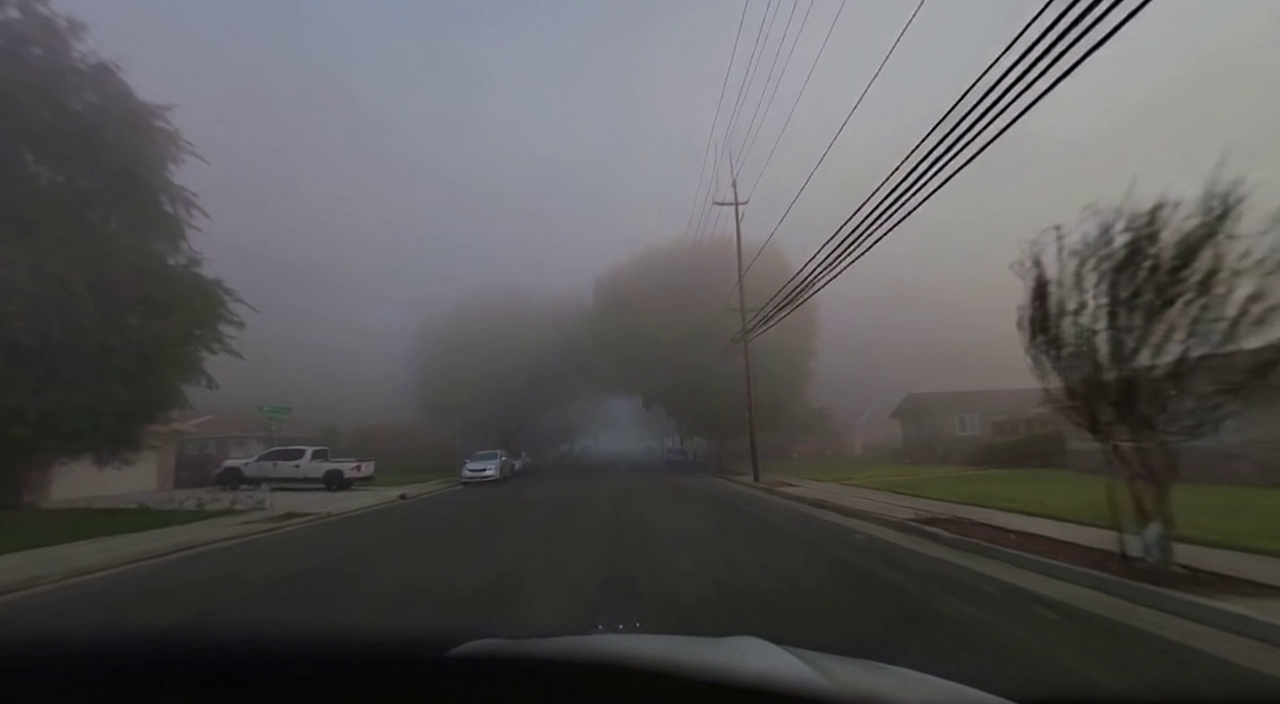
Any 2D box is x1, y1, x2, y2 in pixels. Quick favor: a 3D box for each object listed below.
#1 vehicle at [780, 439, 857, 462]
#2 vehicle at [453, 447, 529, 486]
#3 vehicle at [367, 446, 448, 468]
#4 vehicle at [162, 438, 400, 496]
[{"bbox_3d":[12.062,6.685,42.807,4.605,1.492,1.898,0,-9,-1],"label":"vehicle"},{"bbox_3d":[-6.488,5.036,28.142,2.208,1.491,5.089,0,-8,-1],"label":"vehicle"},{"bbox_3d":[-16.142,7.282,43.991,4.833,1.489,1.987,0,-9,2],"label":"vehicle"},{"bbox_3d":[-12.183,3.951,21.954,6.619,1.759,2.632,-1,-9,-2],"label":"vehicle"}]
